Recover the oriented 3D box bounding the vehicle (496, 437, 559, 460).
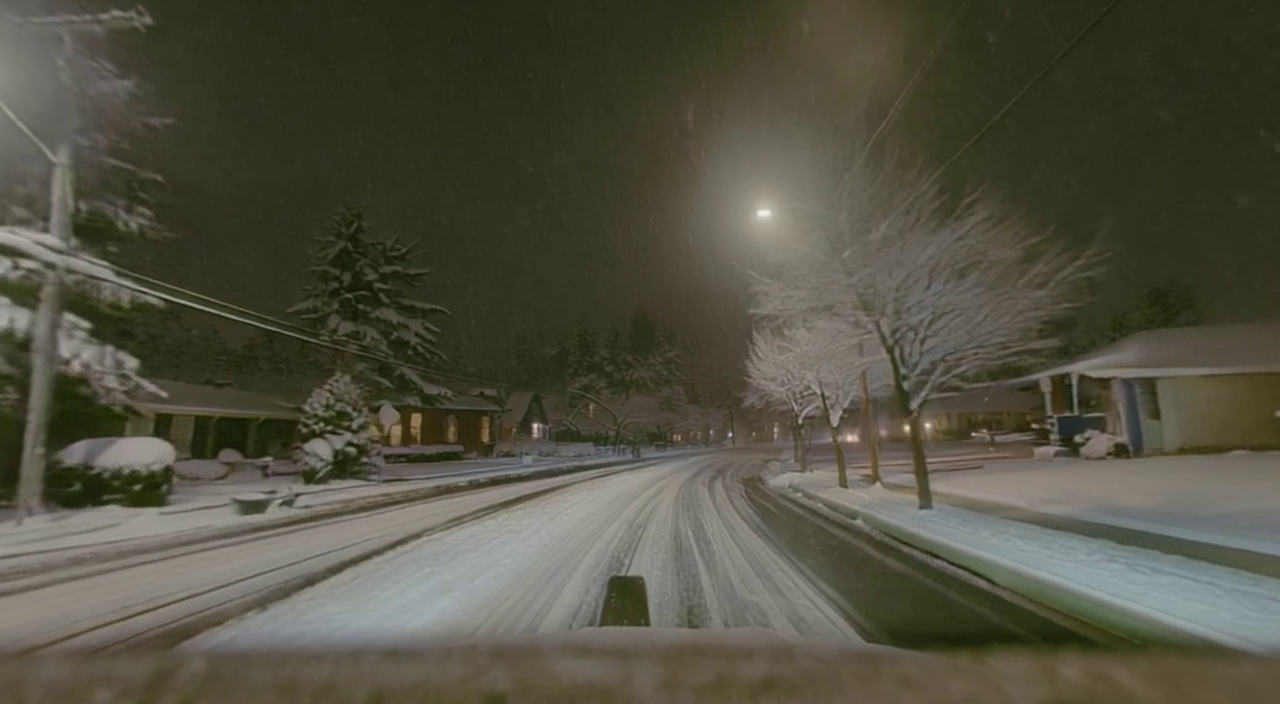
[{"bbox_3d":[-8.477,7.308,47.499,4.485,1.663,2.111,2,-9,-11],"label":"vehicle"}]
